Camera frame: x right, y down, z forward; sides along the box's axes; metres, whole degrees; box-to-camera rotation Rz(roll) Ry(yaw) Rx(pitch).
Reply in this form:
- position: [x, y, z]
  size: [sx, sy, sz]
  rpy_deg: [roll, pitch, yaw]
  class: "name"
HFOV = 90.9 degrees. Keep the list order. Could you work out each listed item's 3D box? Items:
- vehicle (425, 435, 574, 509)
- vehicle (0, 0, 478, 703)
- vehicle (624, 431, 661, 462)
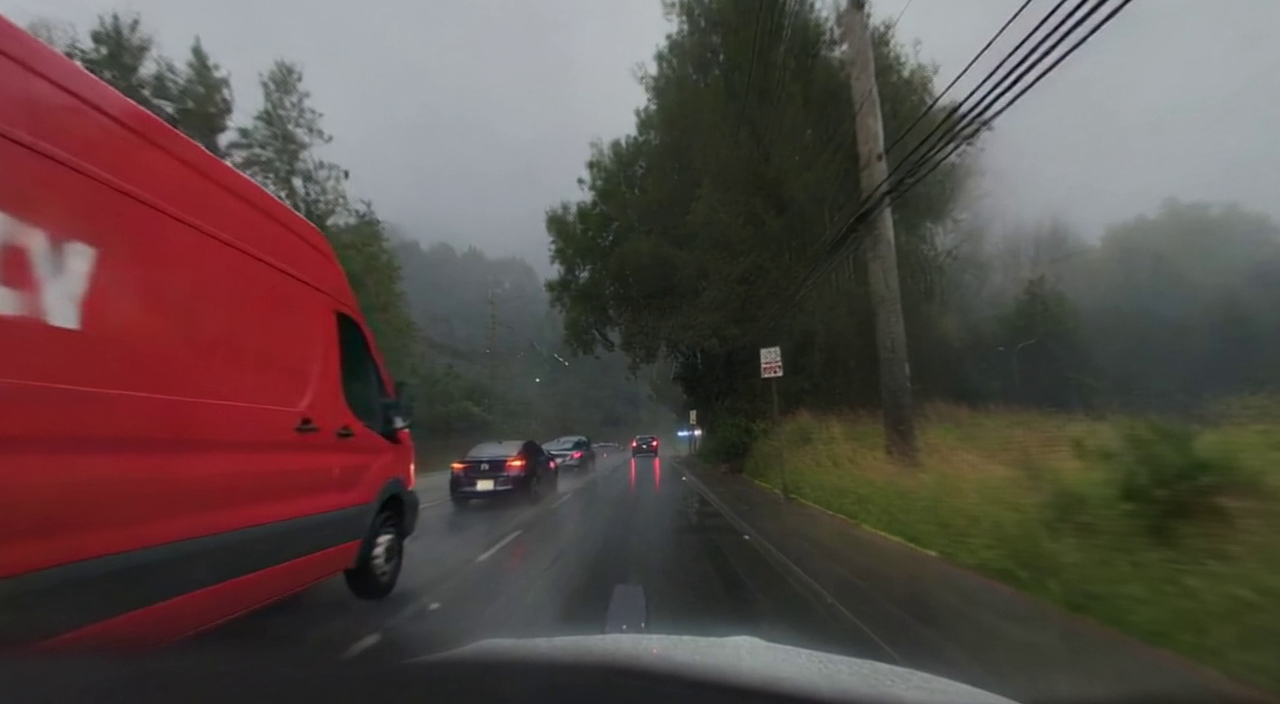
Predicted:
- position: [-3.106, 2.788, 15.247]
  size: [2.260, 1.465, 4.972]
  rpy_deg: [-1, -8, 3]
  class: "vehicle"
- position: [-3.437, 0.188, 2.904]
  size: [2.818, 3.181, 9.114]
  rpy_deg: [0, -8, 1]
  class: "vehicle"
- position: [0.231, 6.061, 40.436]
  size: [2.241, 1.912, 4.095]
  rpy_deg: [0, -8, 2]
  class: "vehicle"
